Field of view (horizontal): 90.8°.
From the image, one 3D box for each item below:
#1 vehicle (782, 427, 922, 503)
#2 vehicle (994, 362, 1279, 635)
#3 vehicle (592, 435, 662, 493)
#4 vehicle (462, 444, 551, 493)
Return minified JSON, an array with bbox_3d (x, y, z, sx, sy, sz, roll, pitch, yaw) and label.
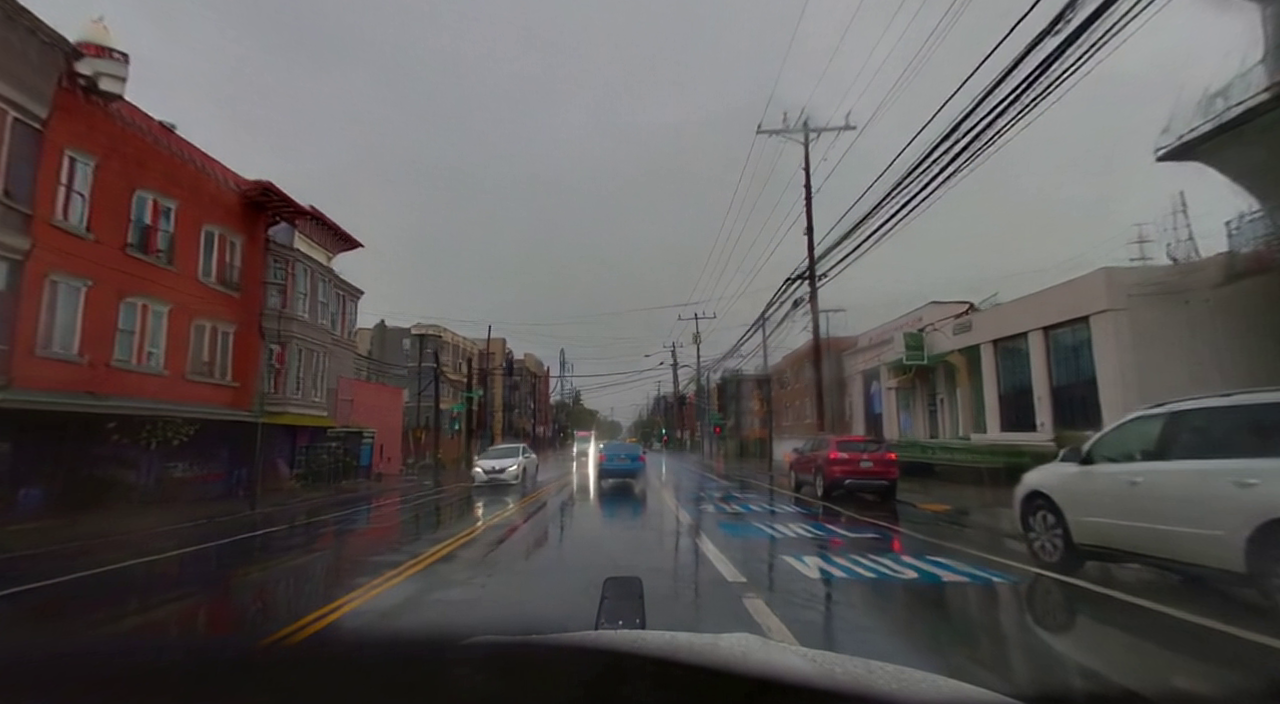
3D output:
[{"bbox_3d":[6.105,3.341,19.166,2.197,1.917,5.637,0,-8,-1],"label":"vehicle"},{"bbox_3d":[6.104,1.308,6.048,2.208,2.106,5.496,0,-9,0],"label":"vehicle"},{"bbox_3d":[-0.396,3.477,19.921,1.980,1.635,3.795,0,-8,-1],"label":"vehicle"},{"bbox_3d":[-4.437,3.939,21.747,2.181,1.500,4.319,0,-8,-1],"label":"vehicle"}]
